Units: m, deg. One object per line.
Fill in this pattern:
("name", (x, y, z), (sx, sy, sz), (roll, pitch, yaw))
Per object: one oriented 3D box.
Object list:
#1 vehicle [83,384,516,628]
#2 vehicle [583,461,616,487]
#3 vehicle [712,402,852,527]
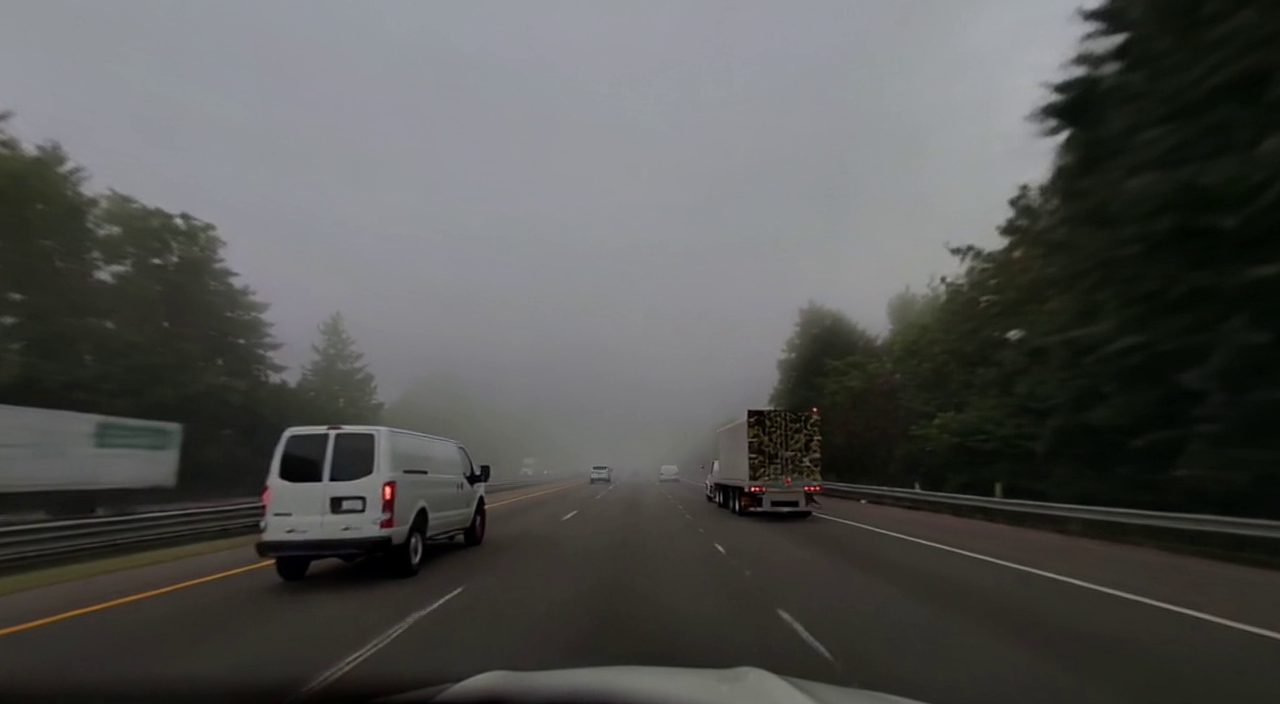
("vehicle", (-3.242, 1.699, 7.695), (2.378, 1.930, 5.086), (1, -11, 0))
("vehicle", (-3.077, 9.463, 48.982), (2.204, 1.852, 4.661), (1, -11, 1))
("vehicle", (3.766, 3.221, 18.078), (2.703, 2.988, 5.097), (1, -10, -1))
